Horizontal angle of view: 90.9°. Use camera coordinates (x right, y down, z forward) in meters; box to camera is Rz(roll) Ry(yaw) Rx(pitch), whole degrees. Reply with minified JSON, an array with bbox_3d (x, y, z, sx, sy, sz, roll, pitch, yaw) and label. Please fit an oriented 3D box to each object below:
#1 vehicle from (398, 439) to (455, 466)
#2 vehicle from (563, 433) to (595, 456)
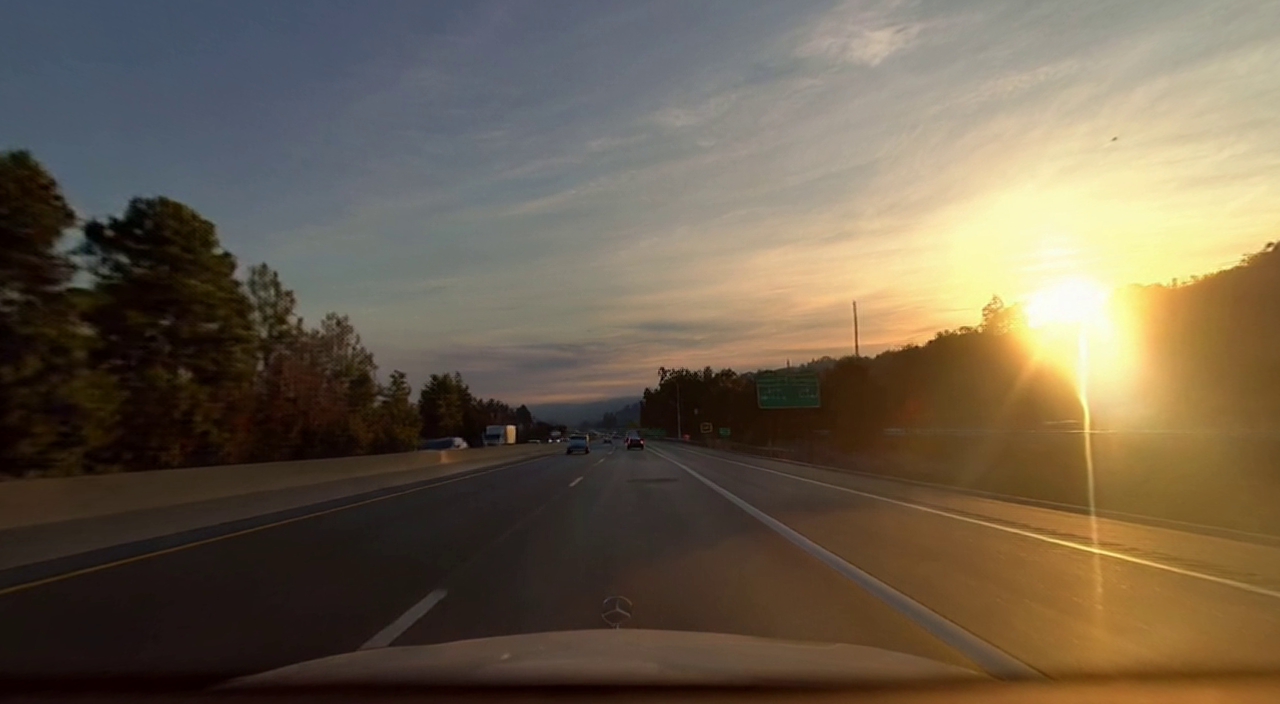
[{"bbox_3d":[-12.085,5.665,35.859,1.857,1.423,3.941,0,-8,0],"label":"vehicle"},{"bbox_3d":[-4.552,6.949,47.543,2.003,1.626,4.256,0,-8,0],"label":"vehicle"}]
